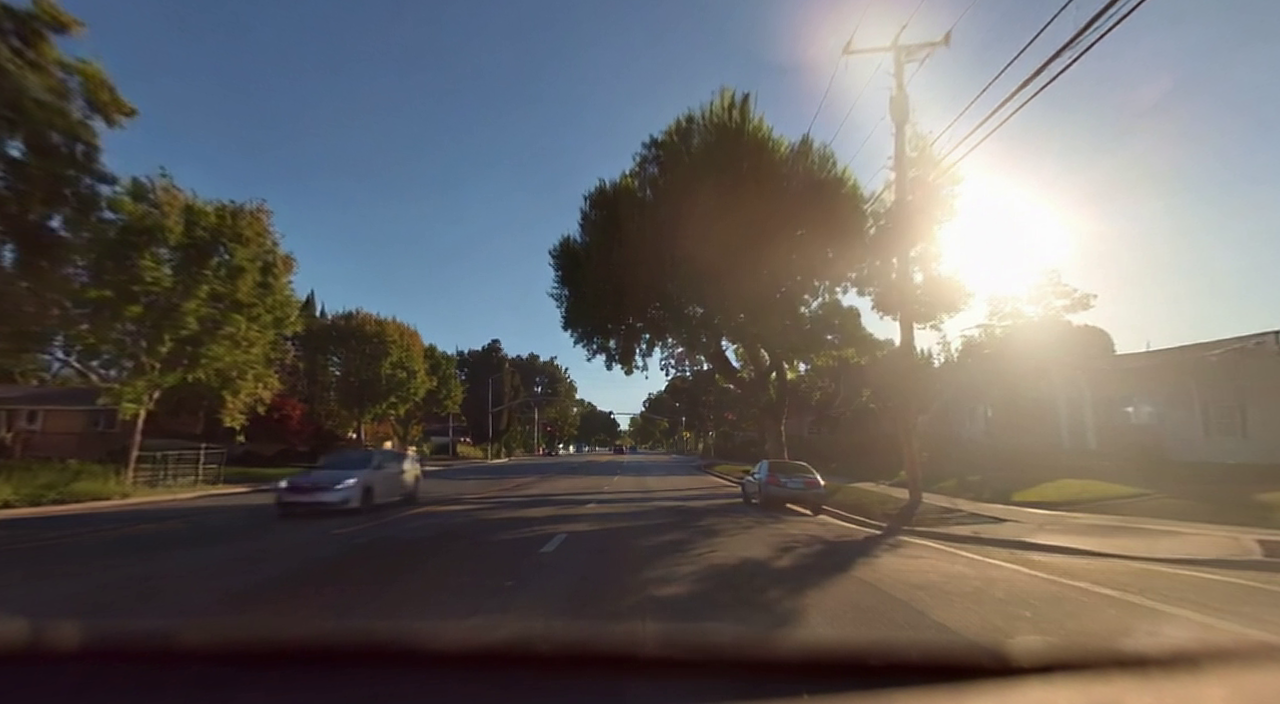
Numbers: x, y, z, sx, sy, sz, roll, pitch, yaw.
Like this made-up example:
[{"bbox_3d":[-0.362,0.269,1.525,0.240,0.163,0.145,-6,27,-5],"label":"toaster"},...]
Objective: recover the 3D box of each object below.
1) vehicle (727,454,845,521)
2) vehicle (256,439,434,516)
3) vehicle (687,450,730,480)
[{"bbox_3d":[3.777,3.577,17.290,2.031,1.500,4.590,1,-9,-1],"label":"vehicle"},{"bbox_3d":[-6.535,2.803,14.666,2.049,1.494,4.226,0,-9,0],"label":"vehicle"},{"bbox_3d":[4.034,6.746,38.037,2.020,1.690,4.621,1,-9,-1],"label":"vehicle"}]
